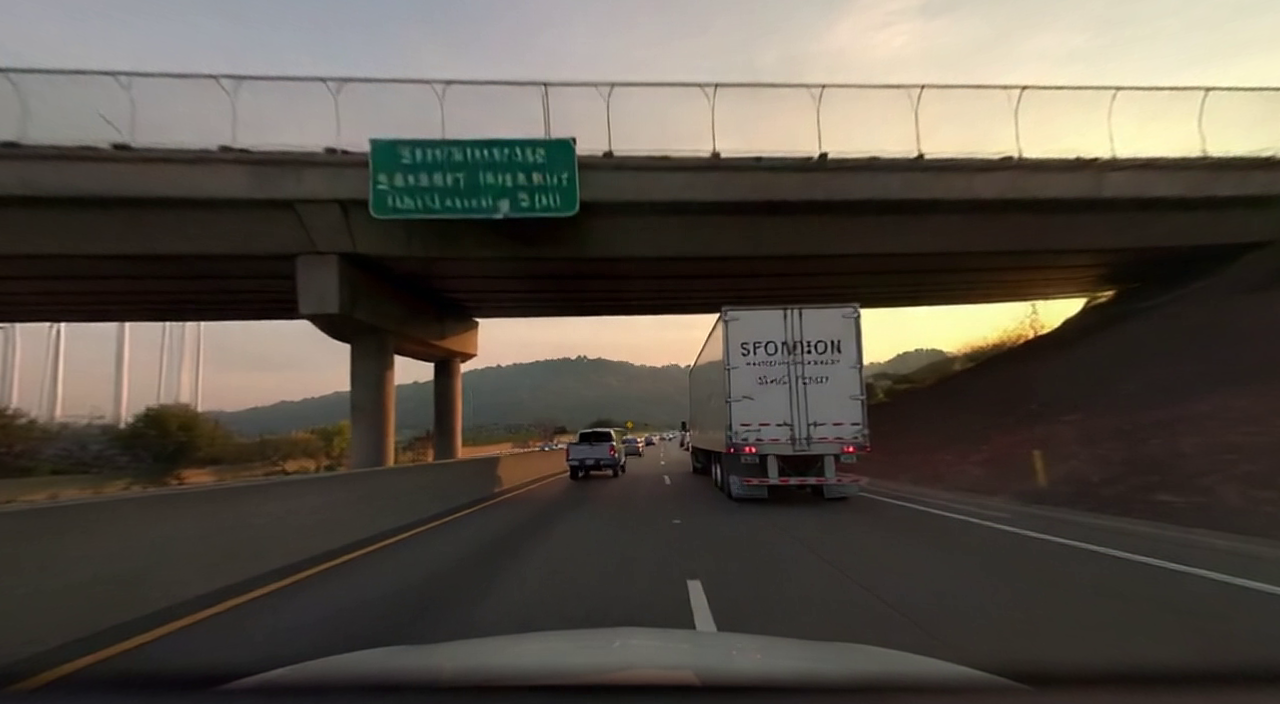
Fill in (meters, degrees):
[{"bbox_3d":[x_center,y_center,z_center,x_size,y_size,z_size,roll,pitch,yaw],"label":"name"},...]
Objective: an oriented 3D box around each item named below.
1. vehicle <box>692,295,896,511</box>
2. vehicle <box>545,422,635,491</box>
[{"bbox_3d":[3.317,1.739,17.912,2.906,3.990,12.551,0,-8,1],"label":"vehicle"},{"bbox_3d":[-1.358,3.117,19.278,2.283,1.814,4.568,0,-8,1],"label":"vehicle"}]
